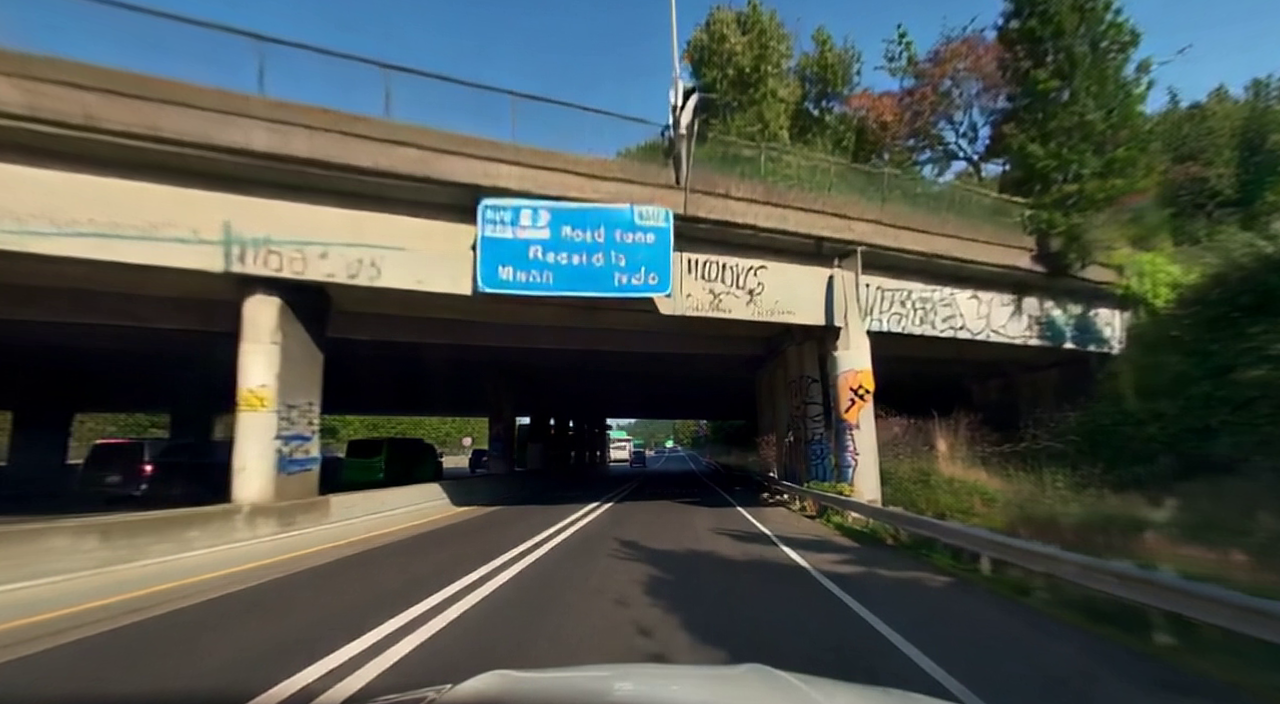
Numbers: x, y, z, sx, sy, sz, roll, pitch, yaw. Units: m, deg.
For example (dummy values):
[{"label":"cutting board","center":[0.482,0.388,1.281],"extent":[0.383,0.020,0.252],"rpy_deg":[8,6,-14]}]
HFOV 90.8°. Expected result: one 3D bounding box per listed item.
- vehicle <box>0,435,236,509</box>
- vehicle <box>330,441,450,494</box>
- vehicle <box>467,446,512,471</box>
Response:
[{"label":"vehicle","center":[-13.093,2.986,16.256],"extent":[2.059,1.615,4.688],"rpy_deg":[-1,-8,3]},{"label":"vehicle","center":[-8.322,3.873,21.555],"extent":[1.979,1.600,4.516],"rpy_deg":[-1,-8,4]},{"label":"vehicle","center":[-11.082,7.903,46.868],"extent":[1.962,1.731,4.523],"rpy_deg":[-1,-8,4]}]
